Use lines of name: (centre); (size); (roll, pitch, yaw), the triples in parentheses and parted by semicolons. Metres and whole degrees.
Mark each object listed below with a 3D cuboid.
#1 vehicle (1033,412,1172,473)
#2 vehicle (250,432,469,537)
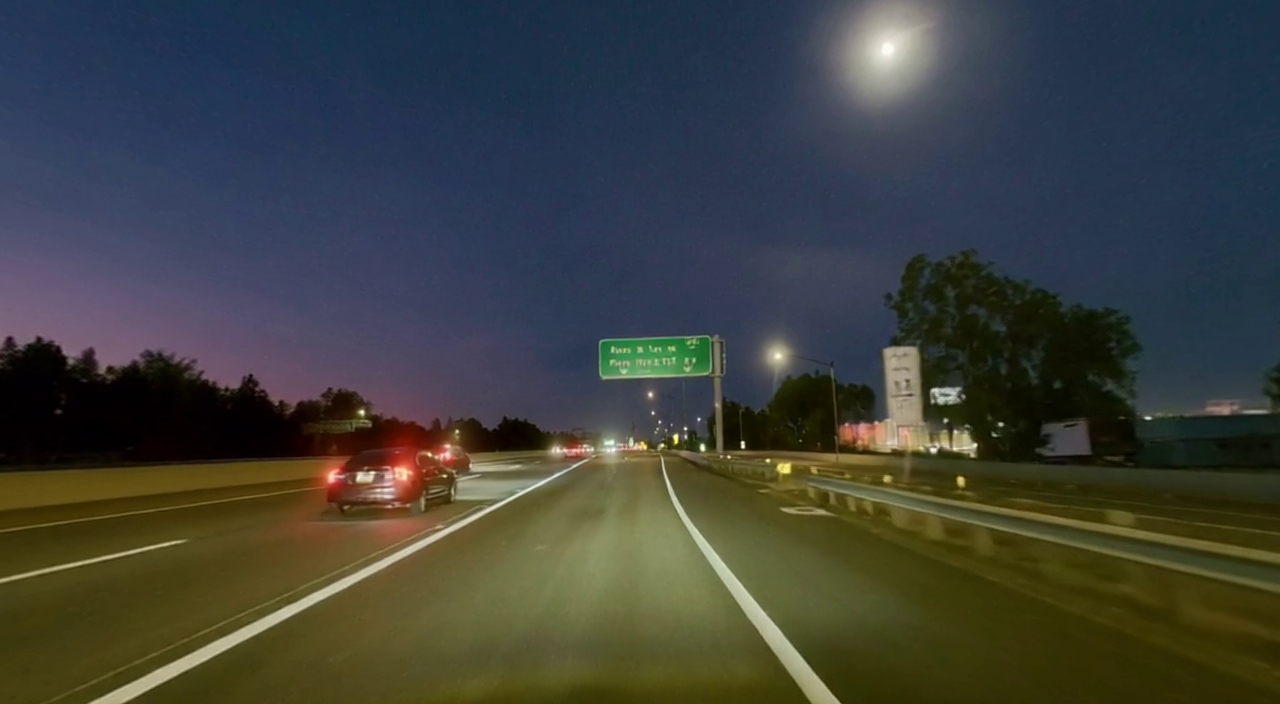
vehicle: (29.380, 5.836, 40.626); (2.871, 3.501, 6.846); (0, -9, -9)
vehicle: (-4.671, 2.260, 11.492); (1.940, 1.479, 4.777); (0, -9, -2)
